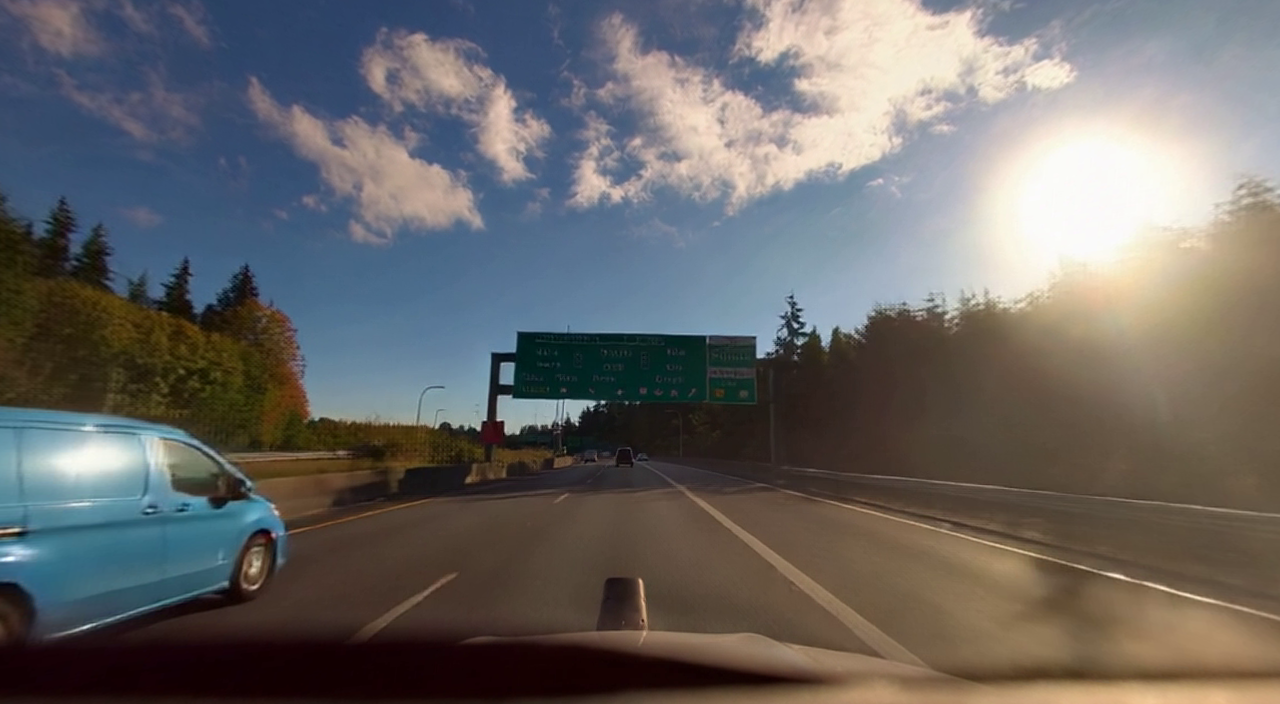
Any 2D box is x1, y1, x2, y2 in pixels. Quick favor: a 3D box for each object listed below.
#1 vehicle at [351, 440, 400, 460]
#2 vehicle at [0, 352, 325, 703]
[{"bbox_3d":[-19.933,7.402,47.668,1.901,1.465,4.173,0,-9,0],"label":"vehicle"},{"bbox_3d":[-4.155,1.067,4.104,1.971,1.795,4.389,0,-9,-1],"label":"vehicle"}]
